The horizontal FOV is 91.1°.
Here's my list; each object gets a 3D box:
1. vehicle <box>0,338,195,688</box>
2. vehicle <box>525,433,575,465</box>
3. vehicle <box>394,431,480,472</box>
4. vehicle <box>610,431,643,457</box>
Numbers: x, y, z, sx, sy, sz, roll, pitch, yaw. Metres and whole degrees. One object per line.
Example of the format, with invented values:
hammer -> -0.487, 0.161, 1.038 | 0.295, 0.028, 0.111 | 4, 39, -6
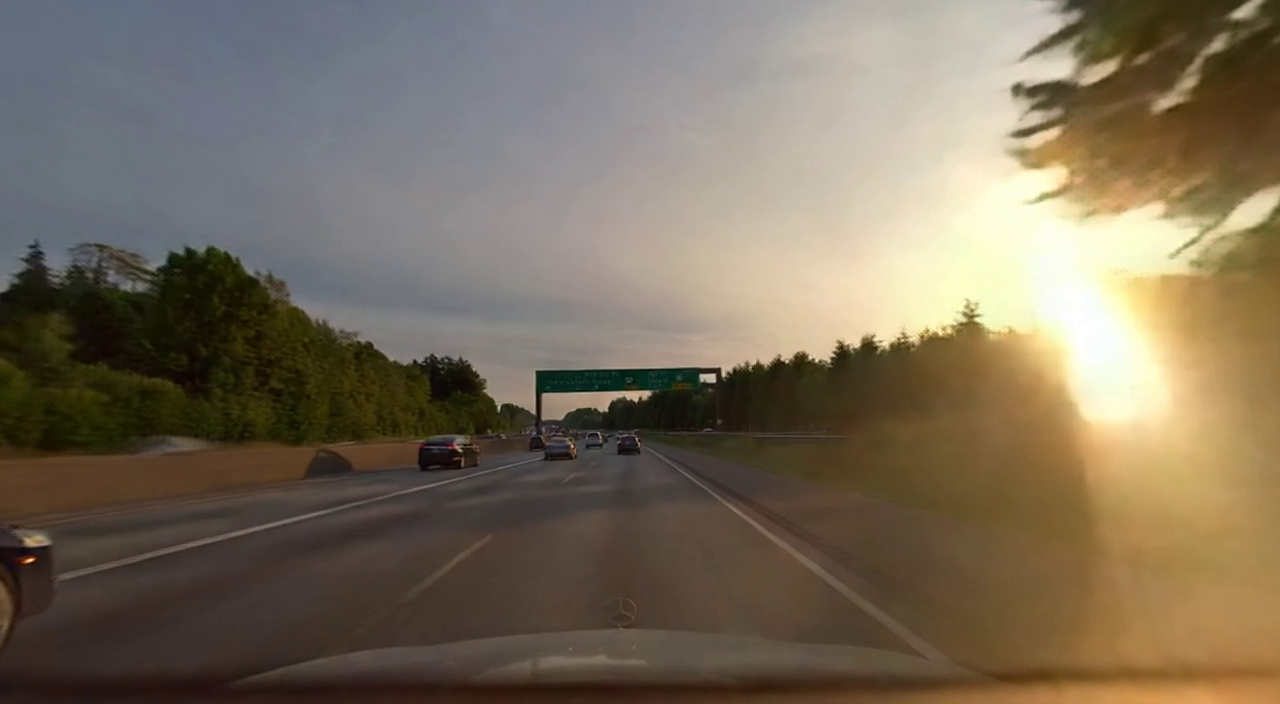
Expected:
vehicle -> -4.337, 0.742, 2.479 | 1.971, 1.822, 4.366 | 0, -8, -1
vehicle -> -4.448, 4.843, 31.657 | 1.909, 1.445, 4.087 | 0, -7, 0
vehicle -> -8.290, 4.087, 26.204 | 1.953, 1.524, 4.863 | 0, -8, 0
vehicle -> -0.839, 5.888, 40.397 | 2.002, 1.611, 3.778 | 0, -8, 0
